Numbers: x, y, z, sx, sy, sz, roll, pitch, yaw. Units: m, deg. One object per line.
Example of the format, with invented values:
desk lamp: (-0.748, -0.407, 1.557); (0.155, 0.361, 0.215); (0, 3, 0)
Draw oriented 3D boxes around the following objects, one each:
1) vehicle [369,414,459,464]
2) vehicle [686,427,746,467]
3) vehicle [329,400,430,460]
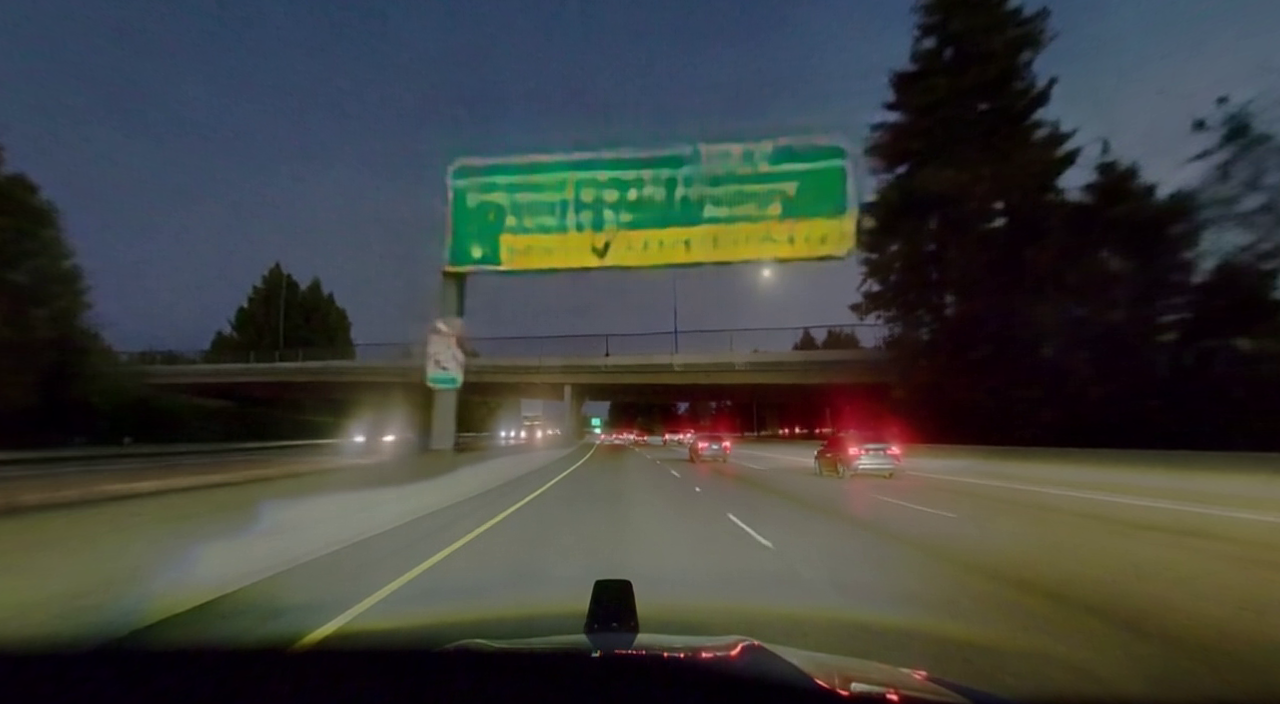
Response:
vehicle: (-9.412, 3.691, 26.790); (2.163, 1.902, 4.715); (0, -8, -1)
vehicle: (3.230, 4.094, 27.385); (1.938, 1.578, 3.764); (0, -8, -3)
vehicle: (-13.896, 4.270, 34.416); (2.596, 2.931, 7.236); (0, -8, -2)
